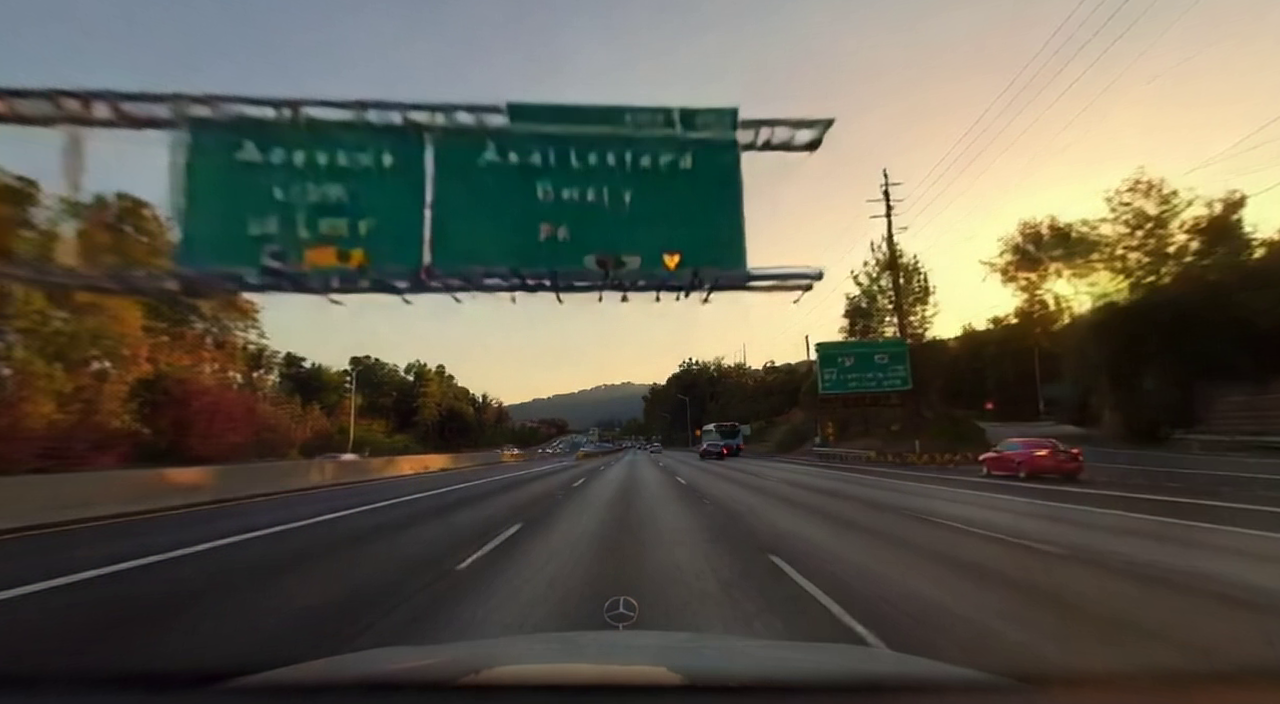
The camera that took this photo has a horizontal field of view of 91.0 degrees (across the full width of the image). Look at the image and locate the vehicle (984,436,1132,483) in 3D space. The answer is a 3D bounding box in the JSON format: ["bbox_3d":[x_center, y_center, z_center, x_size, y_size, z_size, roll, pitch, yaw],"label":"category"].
[{"bbox_3d":[14.643,3.787,22.441,2.089,1.484,4.573,0,-9,-1],"label":"vehicle"}]
